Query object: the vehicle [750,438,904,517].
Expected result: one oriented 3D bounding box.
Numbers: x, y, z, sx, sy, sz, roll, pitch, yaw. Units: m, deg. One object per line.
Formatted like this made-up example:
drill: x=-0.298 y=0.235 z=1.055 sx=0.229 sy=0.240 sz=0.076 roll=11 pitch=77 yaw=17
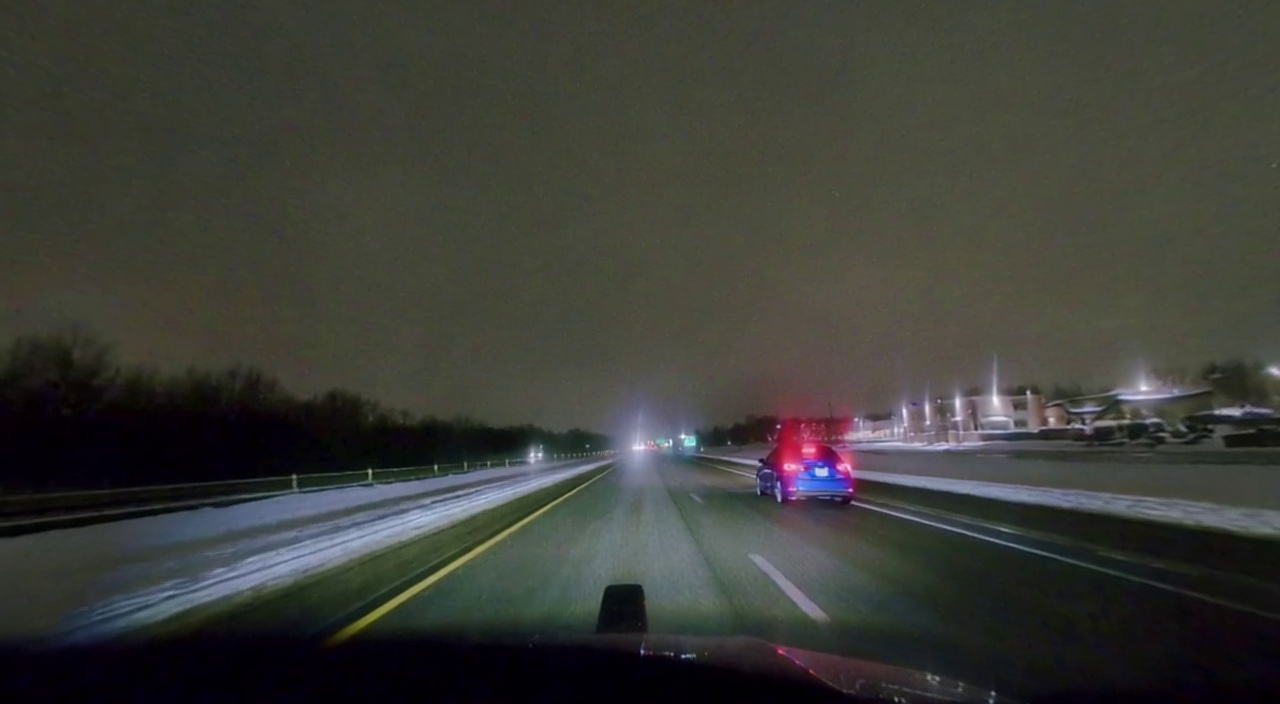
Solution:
vehicle: x=4.059 y=2.799 z=14.671 sx=2.053 sy=1.490 sz=4.799 roll=-1 pitch=-8 yaw=-1
